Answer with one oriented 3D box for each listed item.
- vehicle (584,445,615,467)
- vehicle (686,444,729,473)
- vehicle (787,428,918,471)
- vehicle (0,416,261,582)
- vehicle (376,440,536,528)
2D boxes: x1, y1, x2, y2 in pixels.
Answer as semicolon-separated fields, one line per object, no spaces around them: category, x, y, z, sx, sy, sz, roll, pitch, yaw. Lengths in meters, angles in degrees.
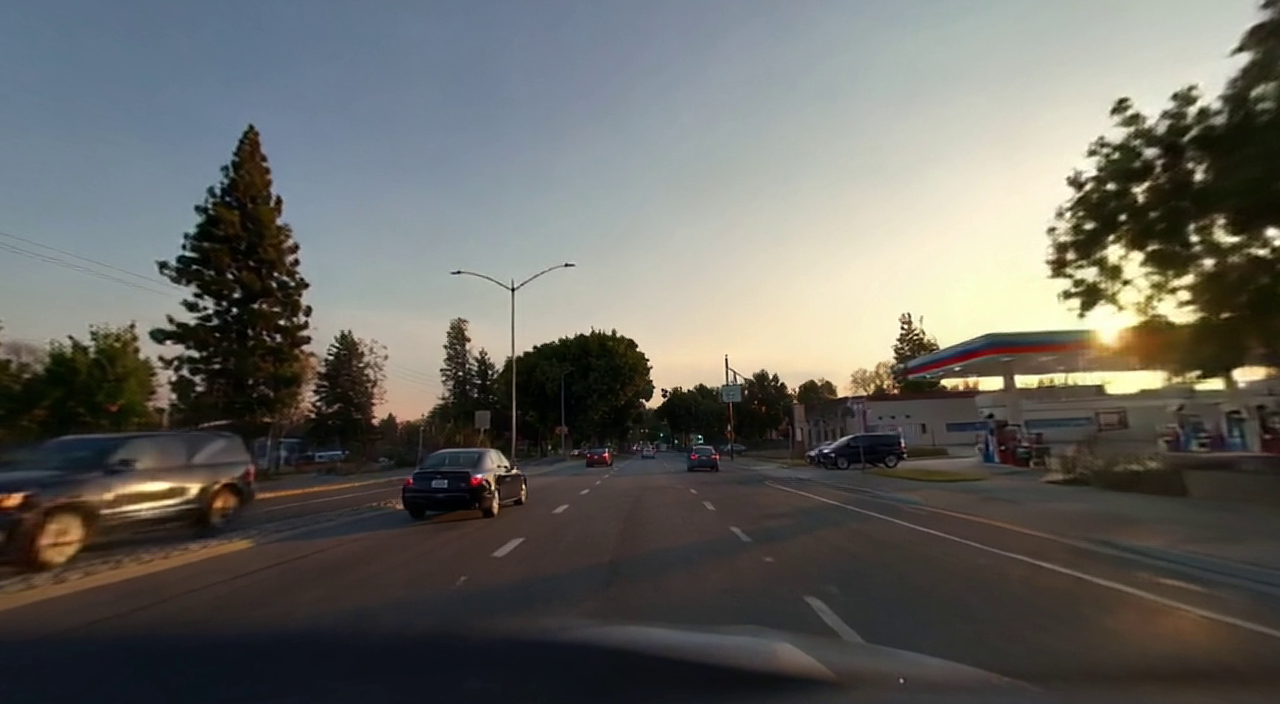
vehicle;-2.872;7.446;45.388;1.841;1.474;4.038;0;-8;2
vehicle;3.591;5.709;34.093;1.883;1.465;3.975;0;-8;0
vehicle;10.915;5.046;32.792;5.931;1.872;2.264;-3;-8;3
vehicle;-8.711;2.079;9.805;2.370;1.909;5.431;0;-8;-2
vehicle;-3.469;2.546;12.855;1.803;1.463;4.422;0;-8;2
